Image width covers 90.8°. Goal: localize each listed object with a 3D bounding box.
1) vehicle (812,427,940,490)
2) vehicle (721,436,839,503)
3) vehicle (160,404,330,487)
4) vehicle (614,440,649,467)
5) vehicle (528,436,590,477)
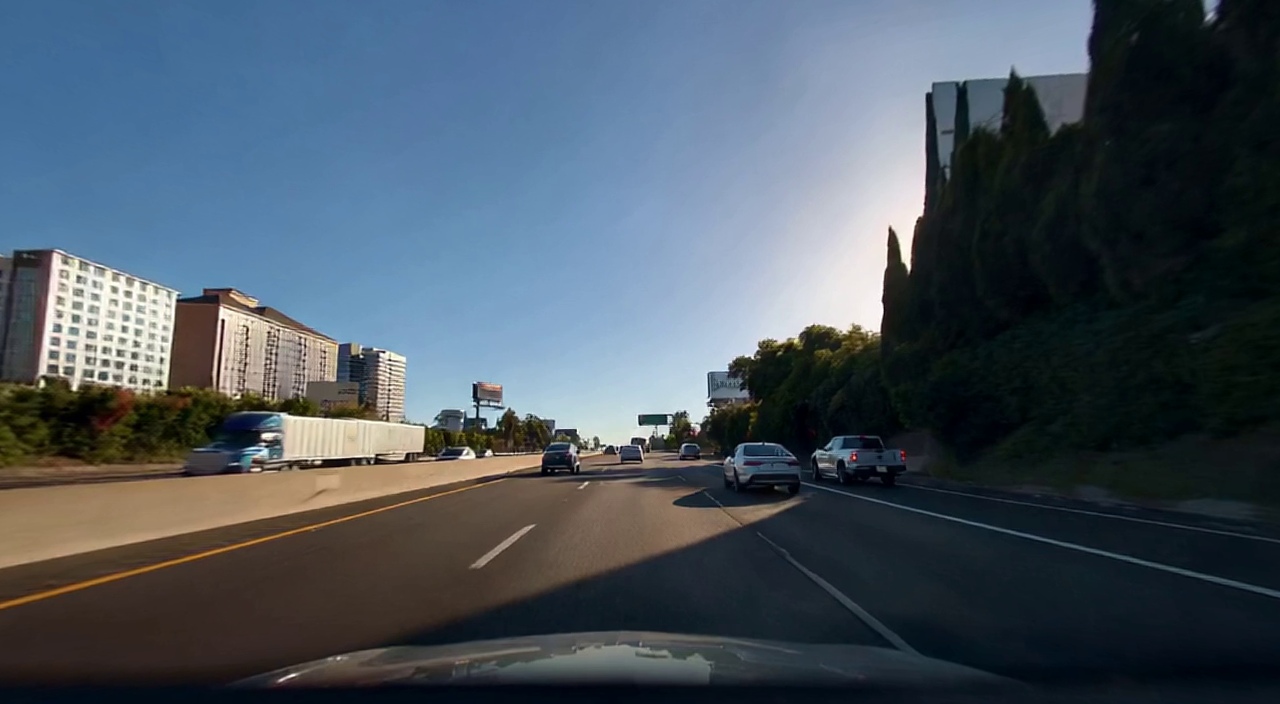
[{"bbox_3d":[7.452,3.428,20.622,2.176,1.793,4.841,0,-9,-2],"label":"vehicle"},{"bbox_3d":[3.520,3.055,16.842,1.987,1.509,4.512,0,-9,-1],"label":"vehicle"},{"bbox_3d":[-18.067,4.397,29.757,3.120,3.378,7.577,0,-9,-1],"label":"vehicle"},{"bbox_3d":[-0.561,6.691,41.627,2.191,1.685,4.015,0,-9,0],"label":"vehicle"},{"bbox_3d":[-3.699,4.895,29.738,2.256,1.756,4.745,0,-9,0],"label":"vehicle"}]
